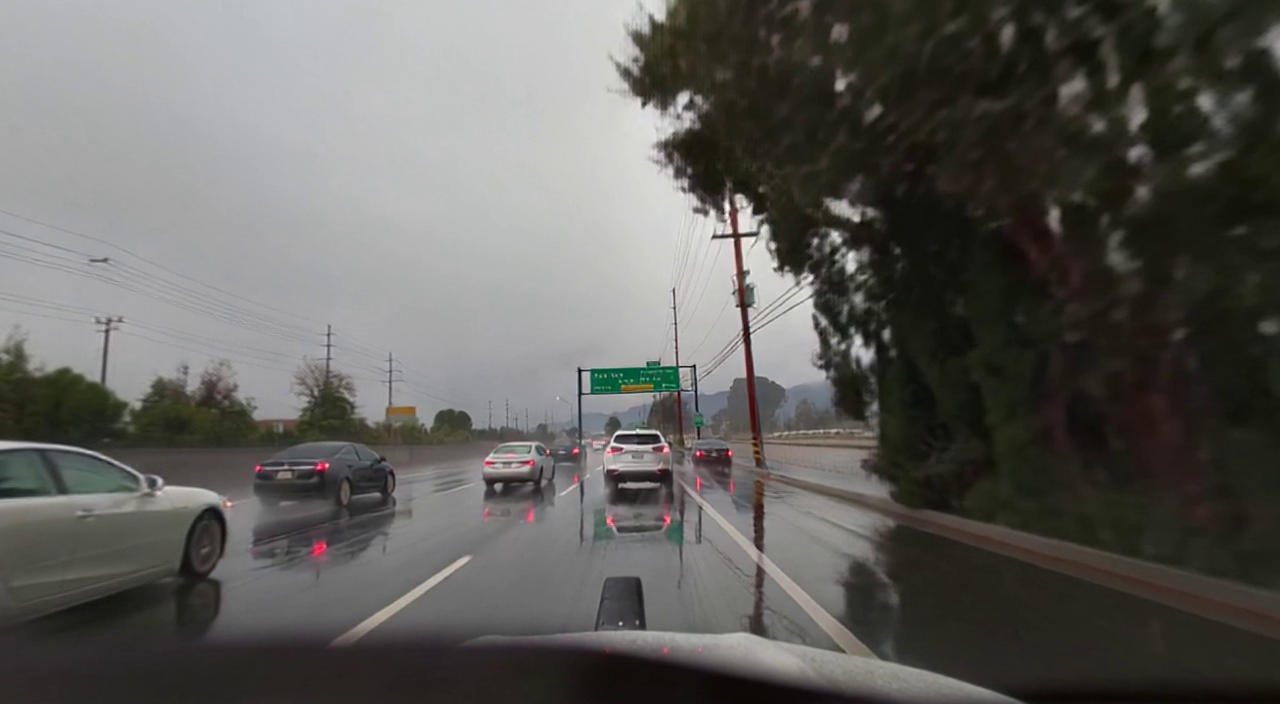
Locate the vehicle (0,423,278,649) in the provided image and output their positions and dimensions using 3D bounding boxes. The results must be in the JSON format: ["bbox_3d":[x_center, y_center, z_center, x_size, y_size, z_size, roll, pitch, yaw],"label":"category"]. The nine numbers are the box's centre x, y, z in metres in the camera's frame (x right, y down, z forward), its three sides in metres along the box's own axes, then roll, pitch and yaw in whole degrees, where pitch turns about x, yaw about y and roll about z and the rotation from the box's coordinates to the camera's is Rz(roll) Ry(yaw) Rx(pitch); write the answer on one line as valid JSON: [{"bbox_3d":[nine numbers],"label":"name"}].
[{"bbox_3d":[-5.198,1.369,5.271,1.958,1.447,4.454,1,-8,-4],"label":"vehicle"}]

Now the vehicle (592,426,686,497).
[{"bbox_3d":[-0.013,2.968,17.405,2.284,1.699,4.168,0,-8,0],"label":"vehicle"}]

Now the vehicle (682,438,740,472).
[{"bbox_3d":[3.281,4.873,30.134,2.197,1.464,4.356,0,-8,-1],"label":"vehicle"}]

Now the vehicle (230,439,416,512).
[{"bbox_3d":[-7.174,2.815,15.008,1.959,1.435,4.719,0,-8,0],"label":"vehicle"}]

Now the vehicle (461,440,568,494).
[{"bbox_3d":[-3.609,3.399,19.165,2.203,1.425,4.610,0,-8,1],"label":"vehicle"}]
